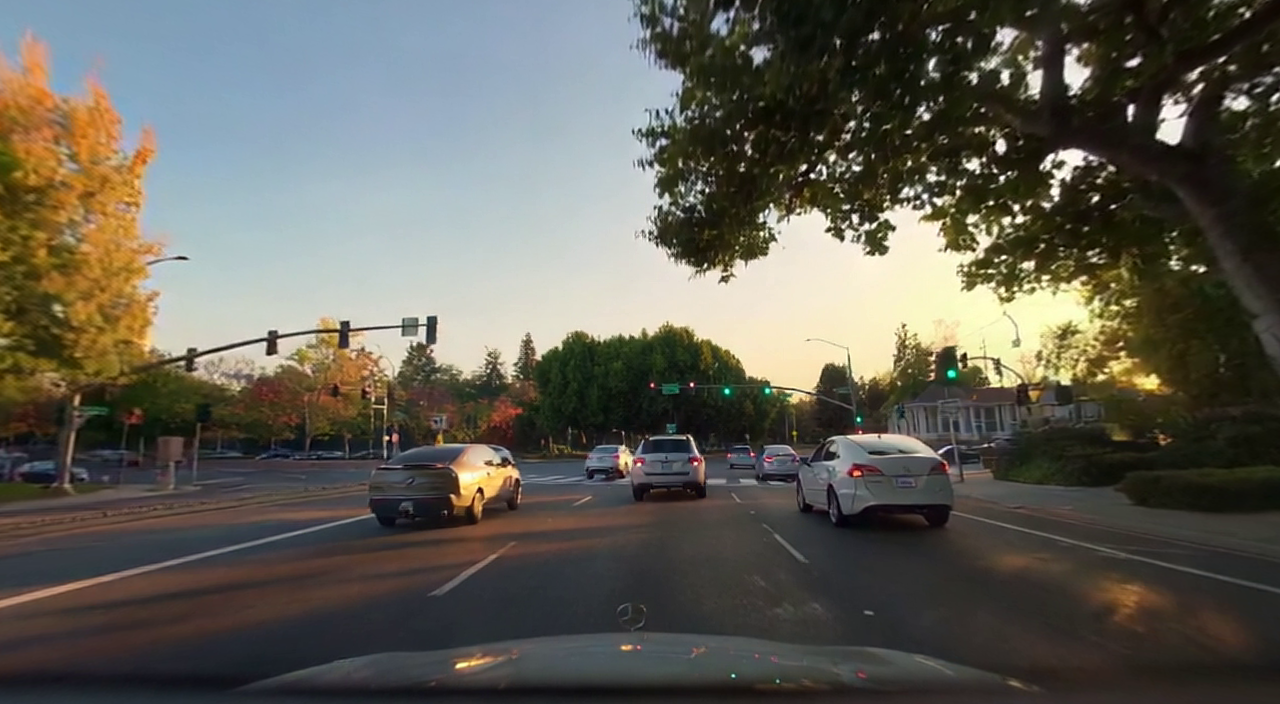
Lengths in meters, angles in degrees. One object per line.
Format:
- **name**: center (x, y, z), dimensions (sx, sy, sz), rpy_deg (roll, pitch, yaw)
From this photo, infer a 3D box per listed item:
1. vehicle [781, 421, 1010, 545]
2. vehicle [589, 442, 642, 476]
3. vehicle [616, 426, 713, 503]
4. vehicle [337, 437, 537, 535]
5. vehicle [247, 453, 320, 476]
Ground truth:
- **vehicle**: center (3.921, 2.100, 10.786), dimensions (2.106, 1.636, 4.655), rpy_deg (0, -9, 2)
- **vehicle**: center (-1.121, 5.182, 30.778), dimensions (1.951, 1.492, 4.095), rpy_deg (-1, -9, 7)
- **vehicle**: center (0.755, 2.959, 16.952), dimensions (2.250, 1.768, 4.574), rpy_deg (-1, -9, 5)
- **vehicle**: center (-3.464, 2.373, 11.896), dimensions (2.006, 1.464, 4.586), rpy_deg (-1, -9, 4)
- **vehicle**: center (-27.649, 8.729, 48.944), dimensions (4.711, 1.661, 1.990), rpy_deg (-2, -9, 13)
